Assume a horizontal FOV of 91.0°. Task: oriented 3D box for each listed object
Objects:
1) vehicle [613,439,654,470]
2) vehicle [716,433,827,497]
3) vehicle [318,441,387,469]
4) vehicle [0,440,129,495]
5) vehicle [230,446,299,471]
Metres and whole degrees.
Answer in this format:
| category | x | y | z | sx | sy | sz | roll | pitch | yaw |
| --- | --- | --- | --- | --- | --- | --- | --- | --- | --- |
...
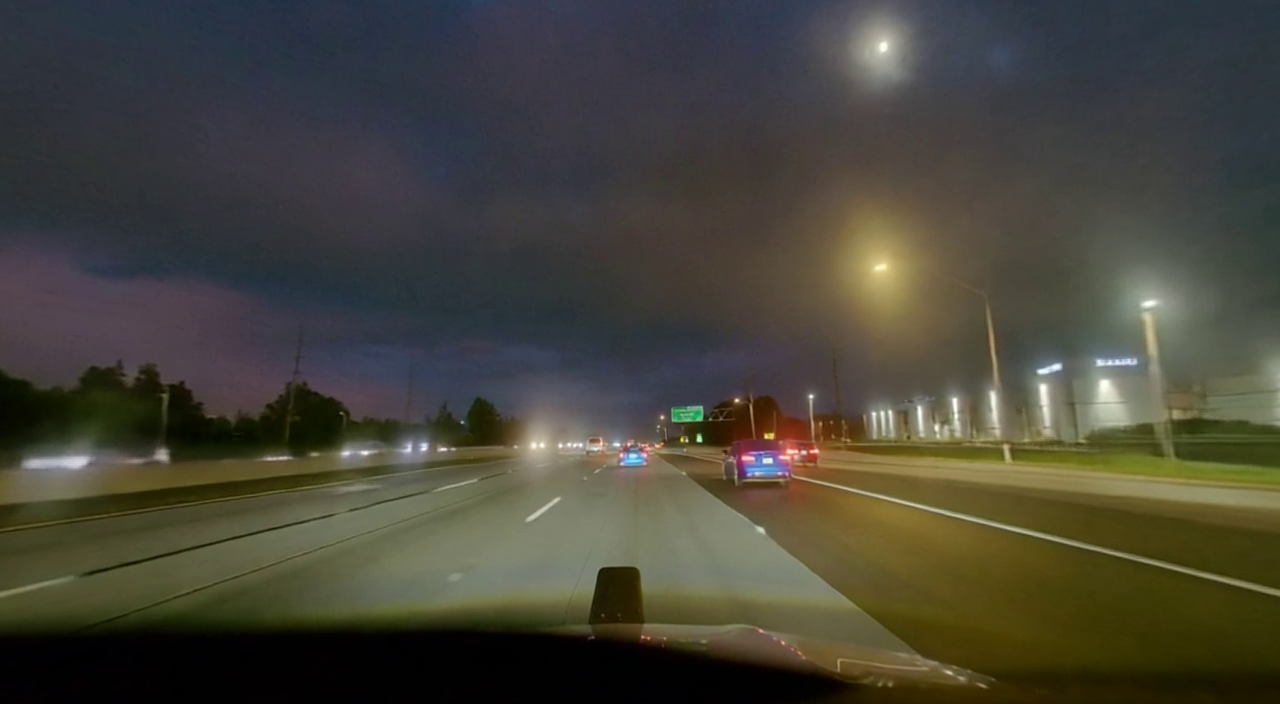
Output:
| category | x | y | z | sx | sy | sz | roll | pitch | yaw |
| --- | --- | --- | --- | --- | --- | --- | --- | --- | --- |
| vehicle | -0.381 | 5.356 | 33.061 | 2.019 | 1.472 | 3.971 | 0 | -8 | -1 |
| vehicle | 3.489 | 3.082 | 17.654 | 1.995 | 1.533 | 4.463 | 0 | -8 | -2 |
| vehicle | -17.113 | 6.136 | 37.684 | 1.953 | 1.515 | 4.452 | 0 | -8 | 1 |
| vehicle | -19.854 | 3.709 | 20.642 | 2.306 | 1.598 | 4.570 | 0 | -8 | 0 |
| vehicle | -24.128 | 6.842 | 40.623 | 1.737 | 1.526 | 4.417 | 0 | -9 | 0 |
